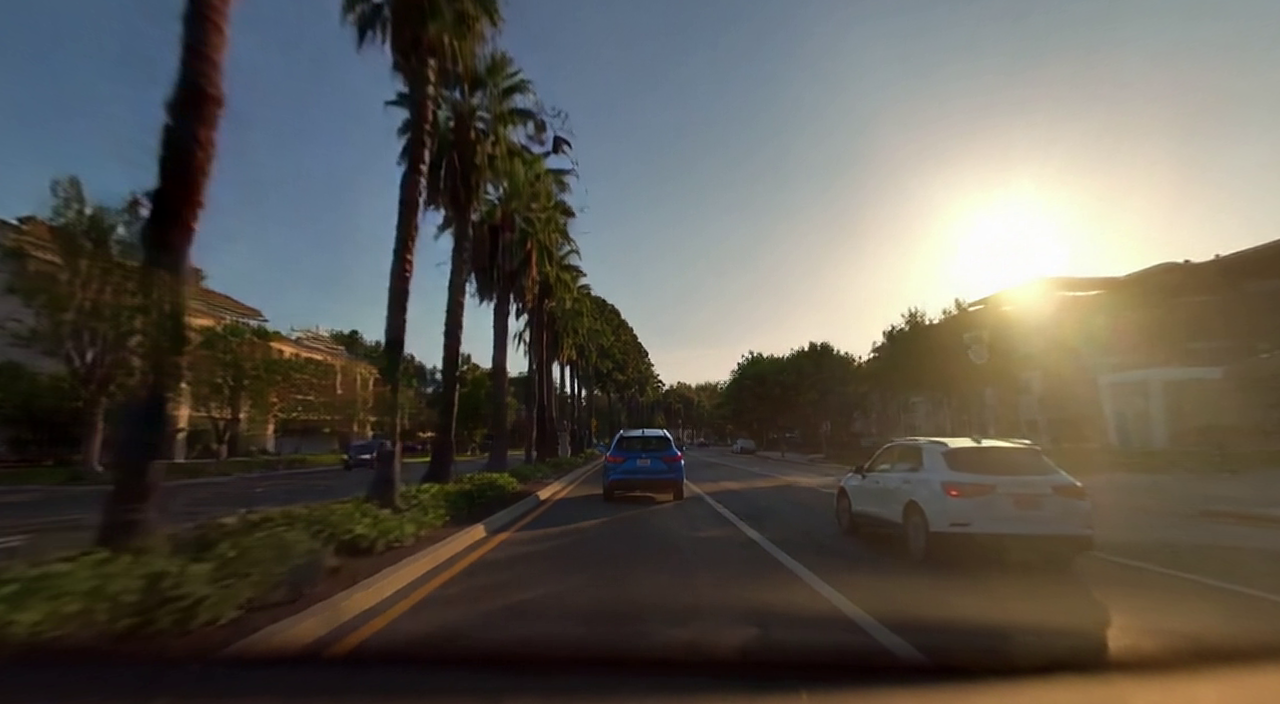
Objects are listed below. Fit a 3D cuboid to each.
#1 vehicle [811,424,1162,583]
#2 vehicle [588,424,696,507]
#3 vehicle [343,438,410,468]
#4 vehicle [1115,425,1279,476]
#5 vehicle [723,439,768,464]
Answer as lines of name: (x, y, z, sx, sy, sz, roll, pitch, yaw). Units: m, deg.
vehicle: (3.883, 1.759, 8.273, 1.941, 1.472, 4.570, 0, -8, -1)
vehicle: (0.025, 2.675, 15.317, 2.239, 1.693, 4.301, 0, -8, 0)
vehicle: (-17.573, 6.754, 42.416, 2.127, 1.883, 5.167, 0, -8, 1)
vehicle: (19.399, 3.390, 21.807, 4.392, 1.628, 1.982, 0, -8, -3)
vehicle: (6.648, 6.314, 40.292, 1.930, 1.457, 4.267, 0, -8, -2)
